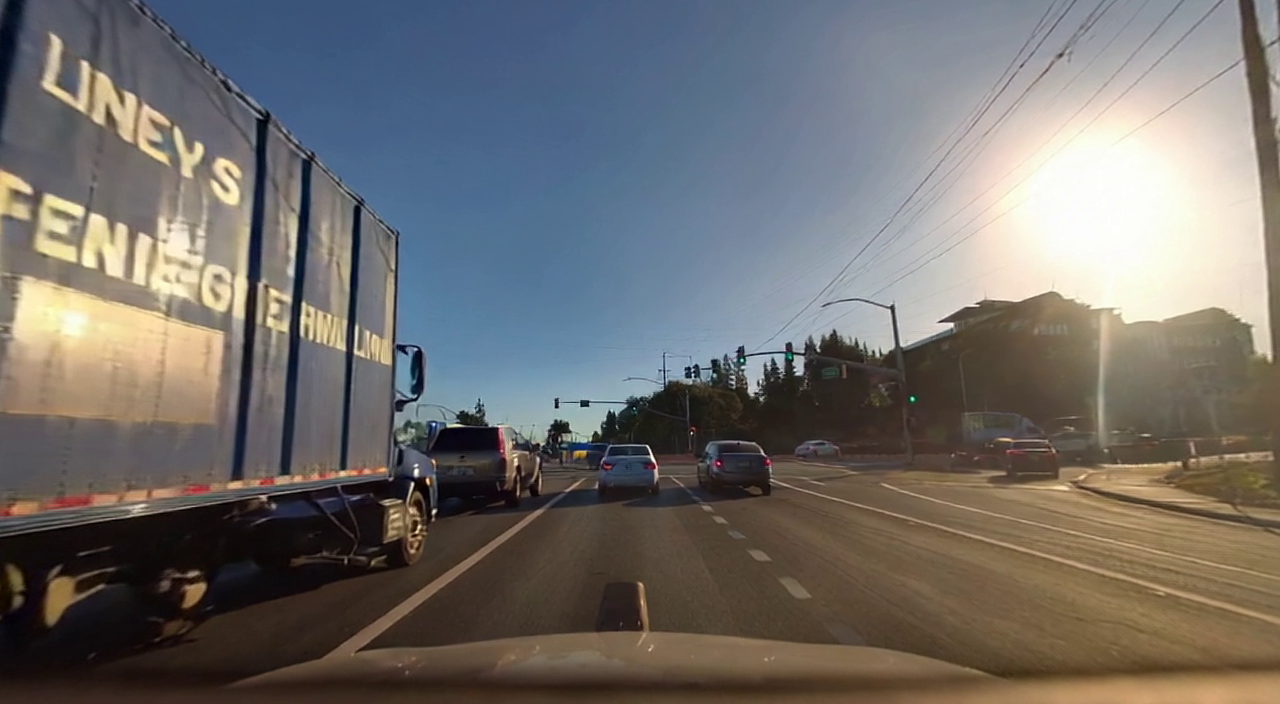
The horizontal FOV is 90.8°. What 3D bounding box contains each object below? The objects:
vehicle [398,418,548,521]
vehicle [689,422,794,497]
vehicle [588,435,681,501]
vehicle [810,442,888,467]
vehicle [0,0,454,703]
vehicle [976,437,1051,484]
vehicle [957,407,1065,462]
[{"bbox_3d":[-3.300,2.424,13.556,1.994,1.806,4.564,0,-8,-1],"label":"vehicle"},{"bbox_3d":[2.698,3.011,18.047,2.086,1.849,4.607,0,-8,-2],"label":"vehicle"},{"bbox_3d":[-0.183,2.964,16.543,2.117,1.499,4.036,0,-8,-1],"label":"vehicle"},{"bbox_3d":[13.286,6.503,40.150,4.423,1.495,1.849,3,-9,-19],"label":"vehicle"},{"bbox_3d":[-3.379,0.080,2.616,2.889,3.347,8.285,0,-8,-2],"label":"vehicle"},{"bbox_3d":[14.522,4.199,24.792,2.102,1.662,4.533,-4,-9,26],"label":"vehicle"},{"bbox_3d":[24.997,5.567,42.516,6.670,3.450,2.666,4,-9,-24],"label":"vehicle"}]
